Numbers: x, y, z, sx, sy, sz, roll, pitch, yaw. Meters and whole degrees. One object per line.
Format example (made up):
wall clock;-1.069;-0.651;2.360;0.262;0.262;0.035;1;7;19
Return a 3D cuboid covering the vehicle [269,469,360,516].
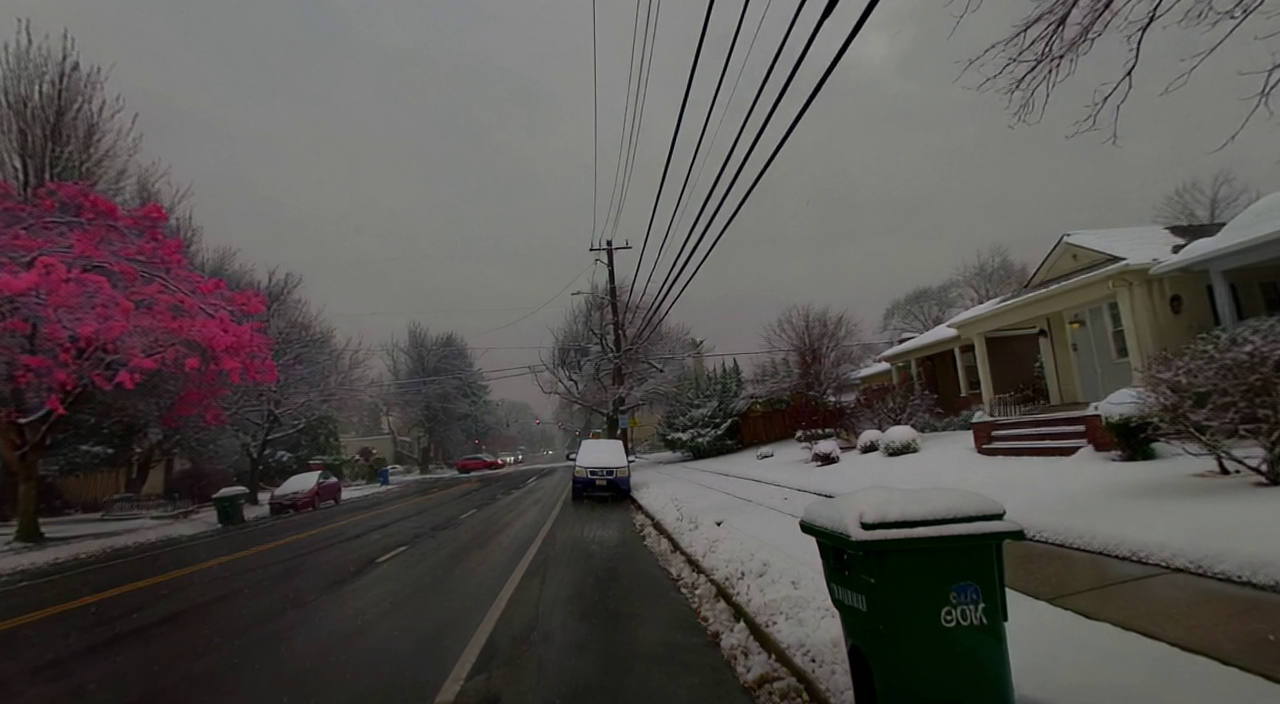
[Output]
vehicle;-13.746;5.921;26.989;1.982;1.660;4.142;1;-8;-6

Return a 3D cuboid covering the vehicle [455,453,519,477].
vehicle;-11.767;8.694;48.547;4.723;1.679;2.218;-8;-11;36

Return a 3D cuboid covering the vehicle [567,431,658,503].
vehicle;-0.808;3.082;17.382;2.190;1.708;4.115;0;-8;-4
